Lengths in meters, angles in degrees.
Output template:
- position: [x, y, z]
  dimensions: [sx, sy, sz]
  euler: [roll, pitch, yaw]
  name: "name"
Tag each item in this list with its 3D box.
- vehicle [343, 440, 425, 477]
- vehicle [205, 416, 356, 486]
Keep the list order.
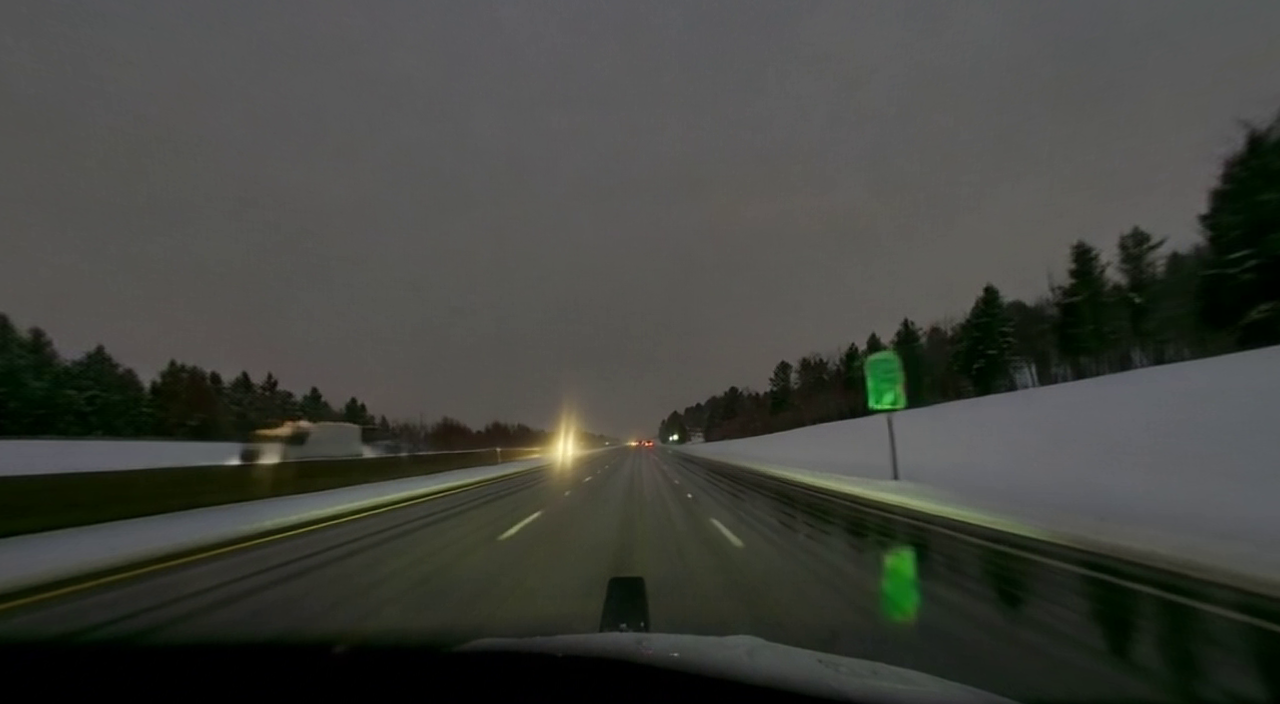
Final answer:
- position: [-11.455, 4.768, 28.474]
  dimensions: [1.910, 1.532, 4.032]
  euler: [0, -8, 1]
  name: "vehicle"
- position: [-15.457, 4.329, 27.815]
  dimensions: [2.344, 2.655, 7.091]
  euler: [0, -8, 1]
  name: "vehicle"
